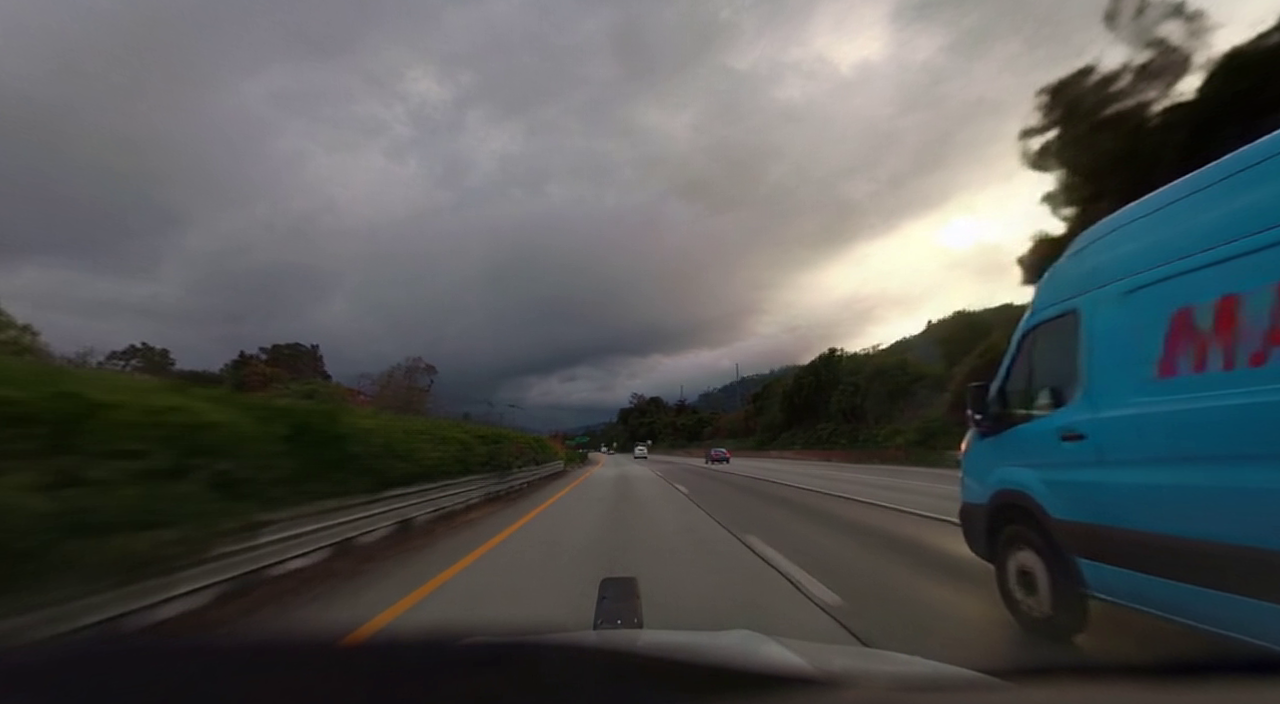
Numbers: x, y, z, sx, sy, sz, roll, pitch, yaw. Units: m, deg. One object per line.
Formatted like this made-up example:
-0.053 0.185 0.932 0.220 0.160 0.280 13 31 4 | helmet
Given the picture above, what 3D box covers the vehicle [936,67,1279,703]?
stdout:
3.483 0.125 0.920 2.355 2.664 7.367 0 -9 -1 | vehicle
